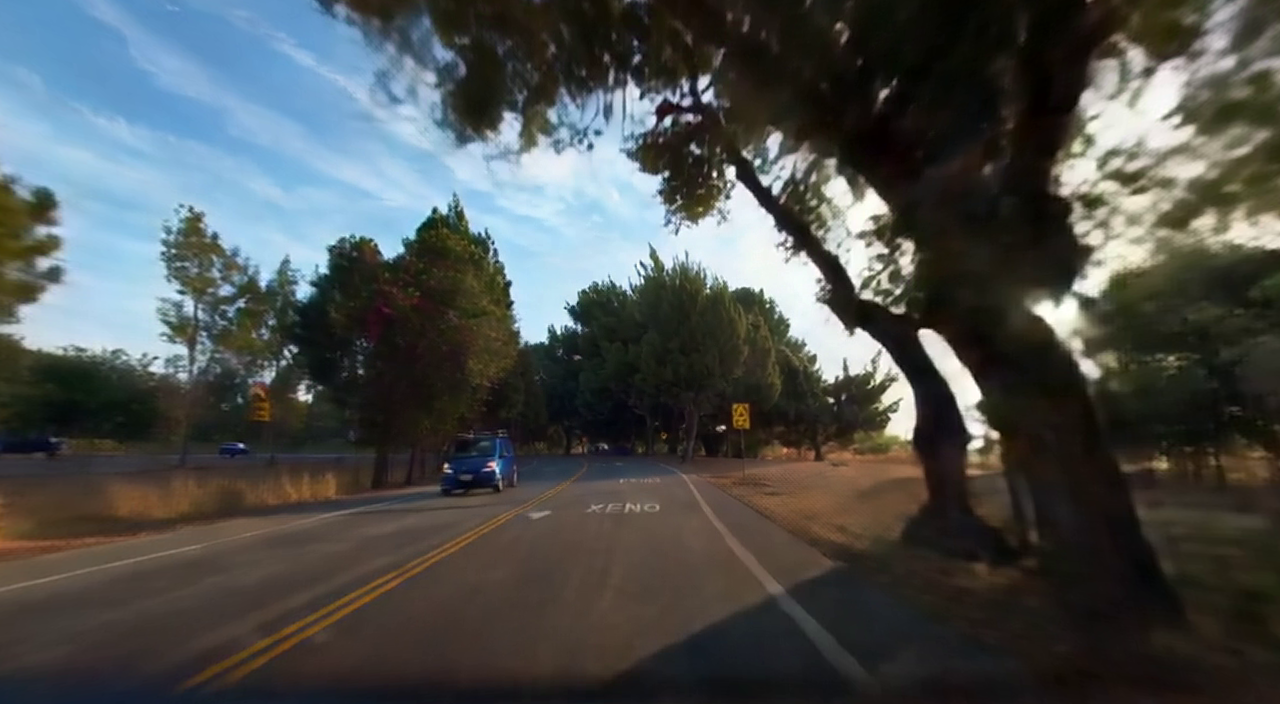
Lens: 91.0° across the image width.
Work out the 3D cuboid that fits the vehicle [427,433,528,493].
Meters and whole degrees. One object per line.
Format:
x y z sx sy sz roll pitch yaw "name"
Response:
-5.793 4.035 23.366 2.394 1.900 5.863 0 -8 -2 "vehicle"
